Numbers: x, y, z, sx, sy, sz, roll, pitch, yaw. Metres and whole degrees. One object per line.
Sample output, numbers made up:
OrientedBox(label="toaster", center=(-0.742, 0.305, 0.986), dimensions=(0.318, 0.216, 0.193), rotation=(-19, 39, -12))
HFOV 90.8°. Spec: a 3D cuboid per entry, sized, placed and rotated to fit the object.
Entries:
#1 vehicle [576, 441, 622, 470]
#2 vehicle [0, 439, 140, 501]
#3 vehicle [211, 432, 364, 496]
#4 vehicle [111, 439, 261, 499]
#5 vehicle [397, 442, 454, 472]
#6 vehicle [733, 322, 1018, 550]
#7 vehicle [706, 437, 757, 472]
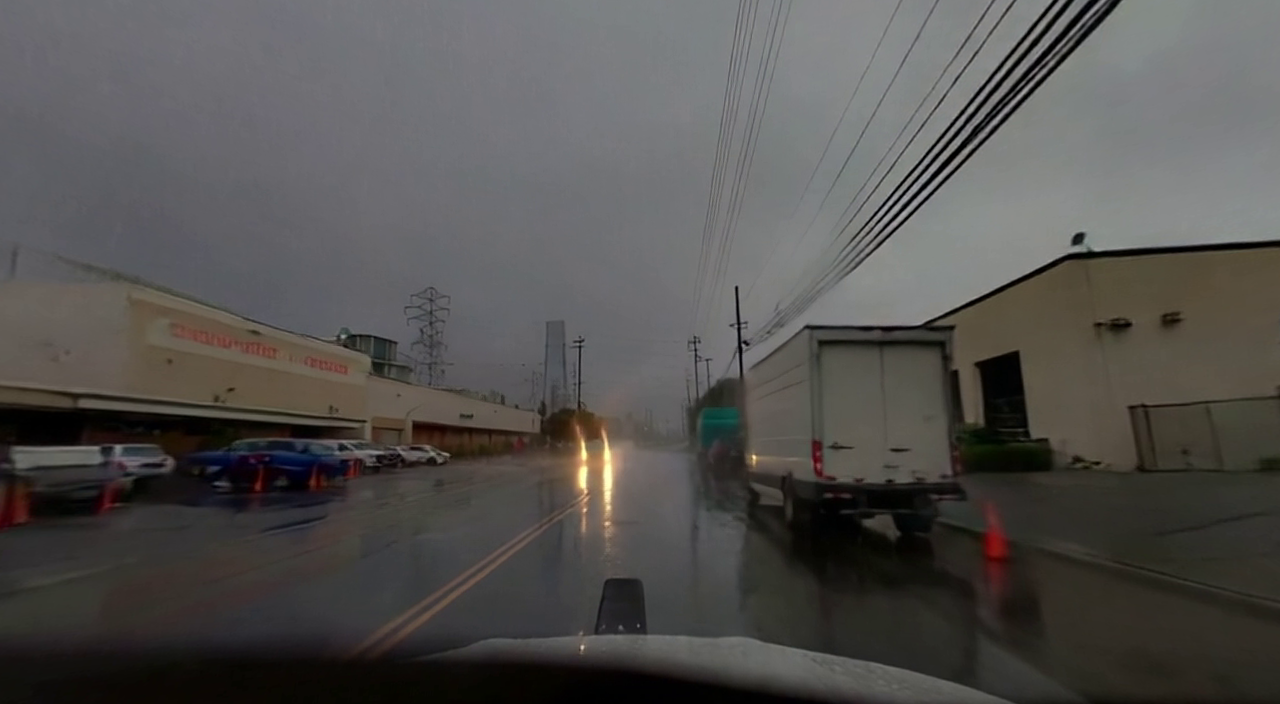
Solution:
OrientedBox(label="vehicle", center=(-2.230, 5.772, 35.468), dimensions=(1.988, 1.479, 4.485), rotation=(-1, -8, 4))
OrientedBox(label="vehicle", center=(-20.313, 4.008, 21.967), dimensions=(2.026, 1.885, 4.932), rotation=(0, -8, -4))
OrientedBox(label="vehicle", center=(-12.200, 3.889, 22.470), dimensions=(2.287, 1.975, 5.511), rotation=(0, -8, -1))
OrientedBox(label="vehicle", center=(-15.162, 3.871, 21.476), dimensions=(1.971, 1.789, 4.360), rotation=(0, -8, -3))
OrientedBox(label="vehicle", center=(-13.523, 6.609, 40.138), dimensions=(2.078, 1.674, 4.652), rotation=(-2, -8, -1))
OrientedBox(label="vehicle", center=(3.949, 1.717, 12.940), dimensions=(2.871, 3.301, 7.433), rotation=(0, -8, 0))
OrientedBox(label="vehicle", center=(4.693, 5.326, 32.991), dimensions=(1.892, 1.696, 4.332), rotation=(0, -8, -1))
